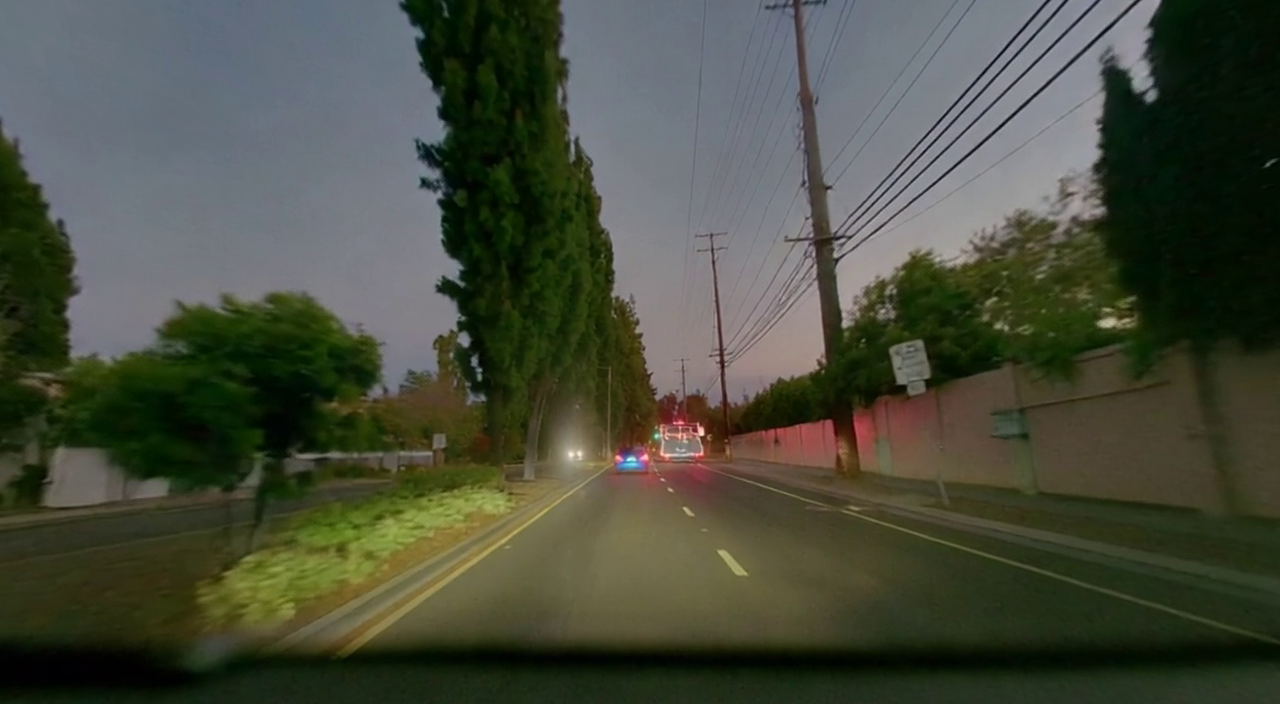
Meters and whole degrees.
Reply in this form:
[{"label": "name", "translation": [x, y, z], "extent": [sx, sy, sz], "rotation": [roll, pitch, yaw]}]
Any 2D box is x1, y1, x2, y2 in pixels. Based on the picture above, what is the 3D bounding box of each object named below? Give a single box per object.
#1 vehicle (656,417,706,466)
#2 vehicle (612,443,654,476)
[{"label": "vehicle", "translation": [2.936, 6.906, 48.755], "extent": [2.789, 3.285, 12.428], "rotation": [0, -8, -1]}, {"label": "vehicle", "translation": [-0.347, 5.421, 32.177], "extent": [2.018, 1.511, 3.993], "rotation": [0, -8, 0]}]
